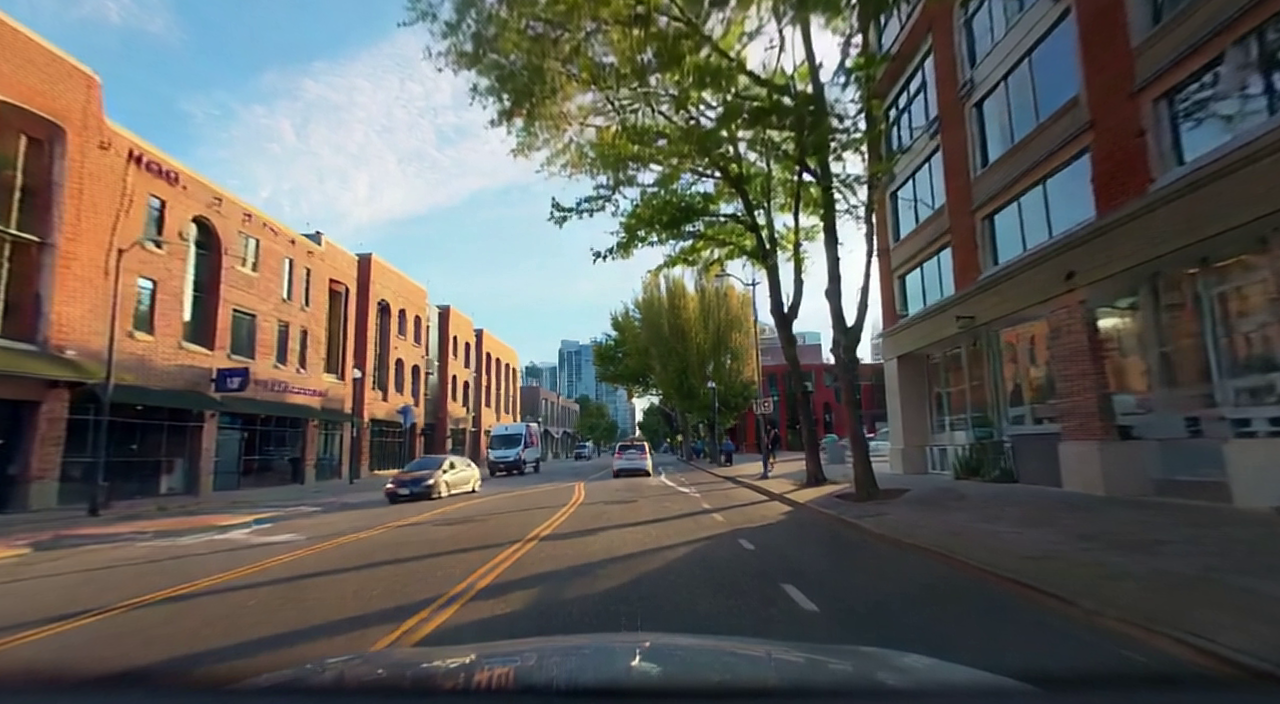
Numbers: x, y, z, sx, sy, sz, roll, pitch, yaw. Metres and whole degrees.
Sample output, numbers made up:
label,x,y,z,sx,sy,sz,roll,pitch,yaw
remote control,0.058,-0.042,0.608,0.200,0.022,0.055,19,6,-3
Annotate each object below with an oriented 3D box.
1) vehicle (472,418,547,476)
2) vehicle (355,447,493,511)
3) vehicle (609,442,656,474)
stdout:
label,x,y,z,sx,sy,sz,roll,pitch,yaw
vehicle,-7.527,5.652,37.511,2.754,3.065,7.103,0,-9,1
vehicle,-5.696,3.379,17.368,2.039,1.484,4.391,-1,-9,3
vehicle,-0.368,5.685,34.124,2.356,1.572,4.810,0,-9,1
